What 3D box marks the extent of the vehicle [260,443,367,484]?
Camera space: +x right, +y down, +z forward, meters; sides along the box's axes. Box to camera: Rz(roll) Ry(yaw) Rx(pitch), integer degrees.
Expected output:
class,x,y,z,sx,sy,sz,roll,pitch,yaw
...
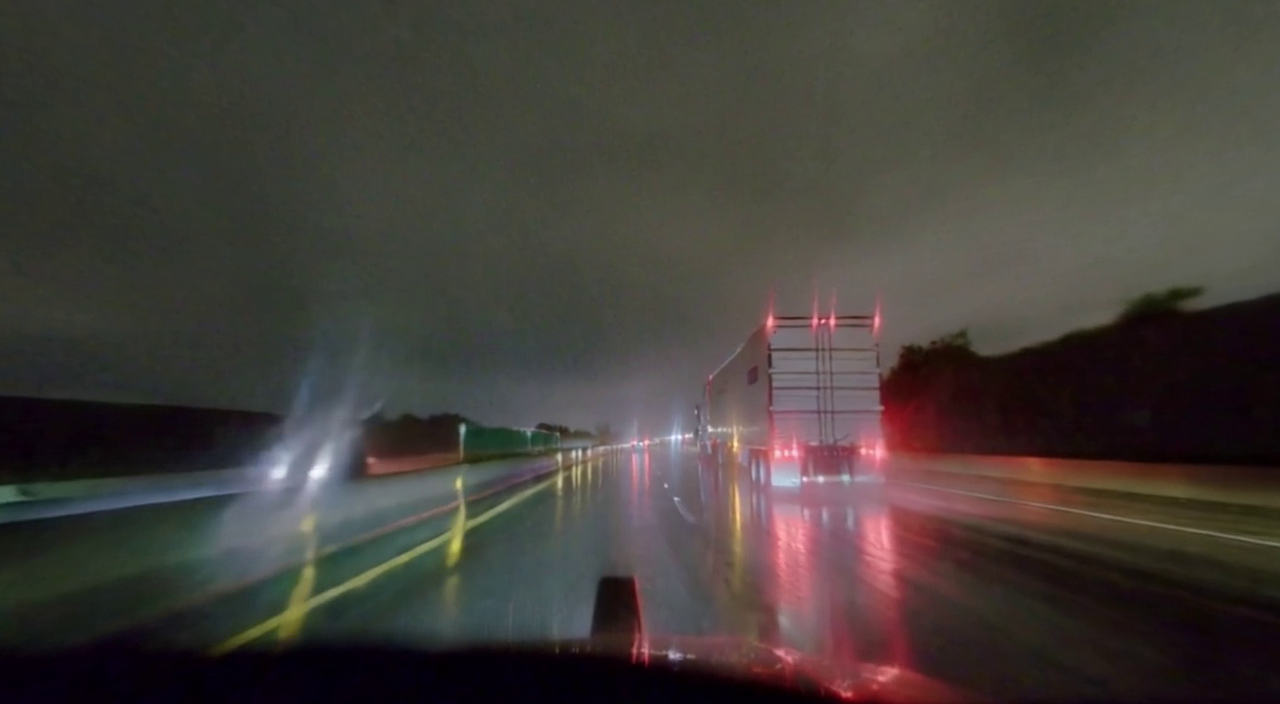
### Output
class,x,y,z,sx,sy,sz,roll,pitch,yaw
vehicle,-13.158,4.468,25.794,1.888,1.474,4.711,0,-8,0

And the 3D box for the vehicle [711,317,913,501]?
class,x,y,z,sx,sy,sz,roll,pitch,yaw
vehicle,4.536,2.148,20.693,2.966,4.072,13.408,0,-8,1
